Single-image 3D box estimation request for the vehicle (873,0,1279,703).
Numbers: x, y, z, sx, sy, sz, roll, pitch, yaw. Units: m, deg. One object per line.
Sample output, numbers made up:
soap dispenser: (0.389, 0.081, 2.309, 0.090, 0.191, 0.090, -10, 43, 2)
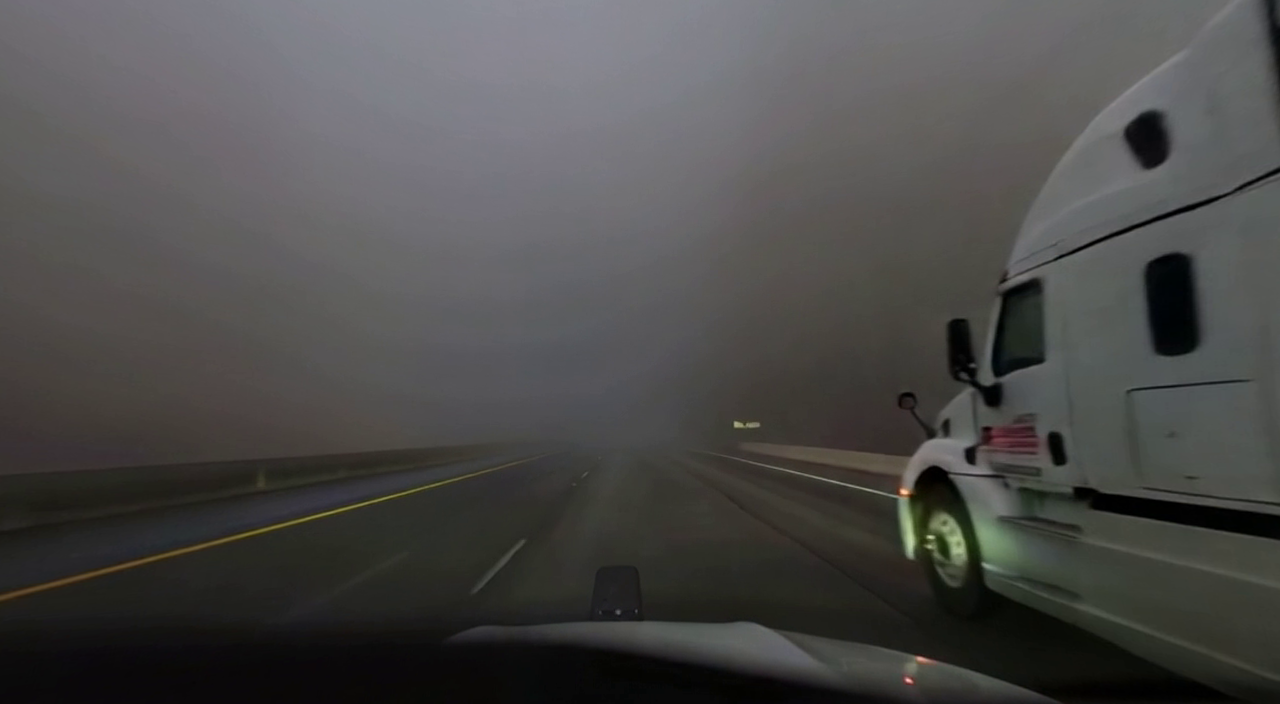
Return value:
vehicle: (3.830, -0.083, 2.872, 2.966, 3.986, 6.223, 0, -8, -1)
